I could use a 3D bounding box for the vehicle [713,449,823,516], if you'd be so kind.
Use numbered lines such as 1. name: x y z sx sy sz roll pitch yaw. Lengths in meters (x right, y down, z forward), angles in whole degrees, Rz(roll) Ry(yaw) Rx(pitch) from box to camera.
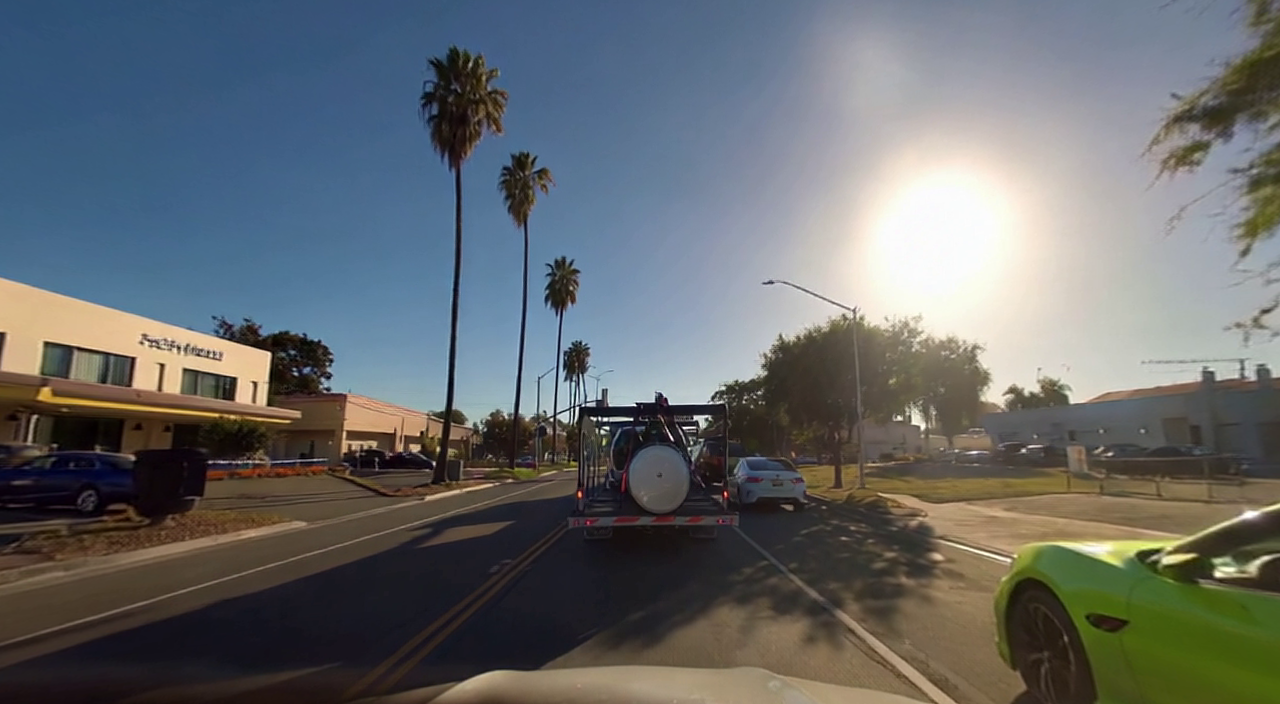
1. vehicle: 3.213 3.357 16.683 2.010 1.499 4.107 0 -9 0

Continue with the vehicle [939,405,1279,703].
1. vehicle: 3.020 0.867 1.485 2.171 1.520 4.853 0 -9 -1

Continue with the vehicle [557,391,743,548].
1. vehicle: 0.180 2.229 12.595 2.728 2.305 6.506 0 -9 1

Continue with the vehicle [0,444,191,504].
1. vehicle: -15.115 3.249 16.918 4.490 1.500 1.875 0 -9 -2
